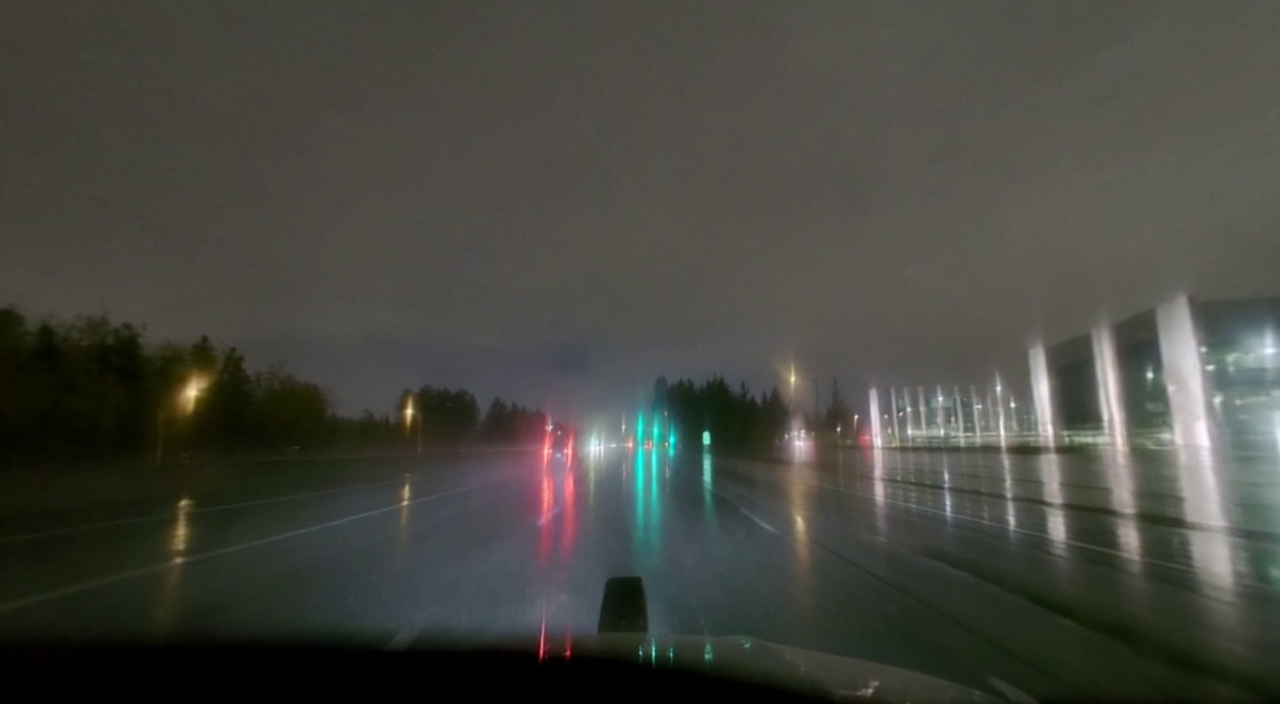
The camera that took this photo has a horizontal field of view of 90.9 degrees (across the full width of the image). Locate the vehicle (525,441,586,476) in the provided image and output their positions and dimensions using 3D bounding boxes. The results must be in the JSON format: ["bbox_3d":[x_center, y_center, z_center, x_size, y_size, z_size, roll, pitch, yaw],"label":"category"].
[{"bbox_3d":[-3.720,4.773,28.520,2.128,1.450,4.078,-1,-8,1],"label":"vehicle"}]
